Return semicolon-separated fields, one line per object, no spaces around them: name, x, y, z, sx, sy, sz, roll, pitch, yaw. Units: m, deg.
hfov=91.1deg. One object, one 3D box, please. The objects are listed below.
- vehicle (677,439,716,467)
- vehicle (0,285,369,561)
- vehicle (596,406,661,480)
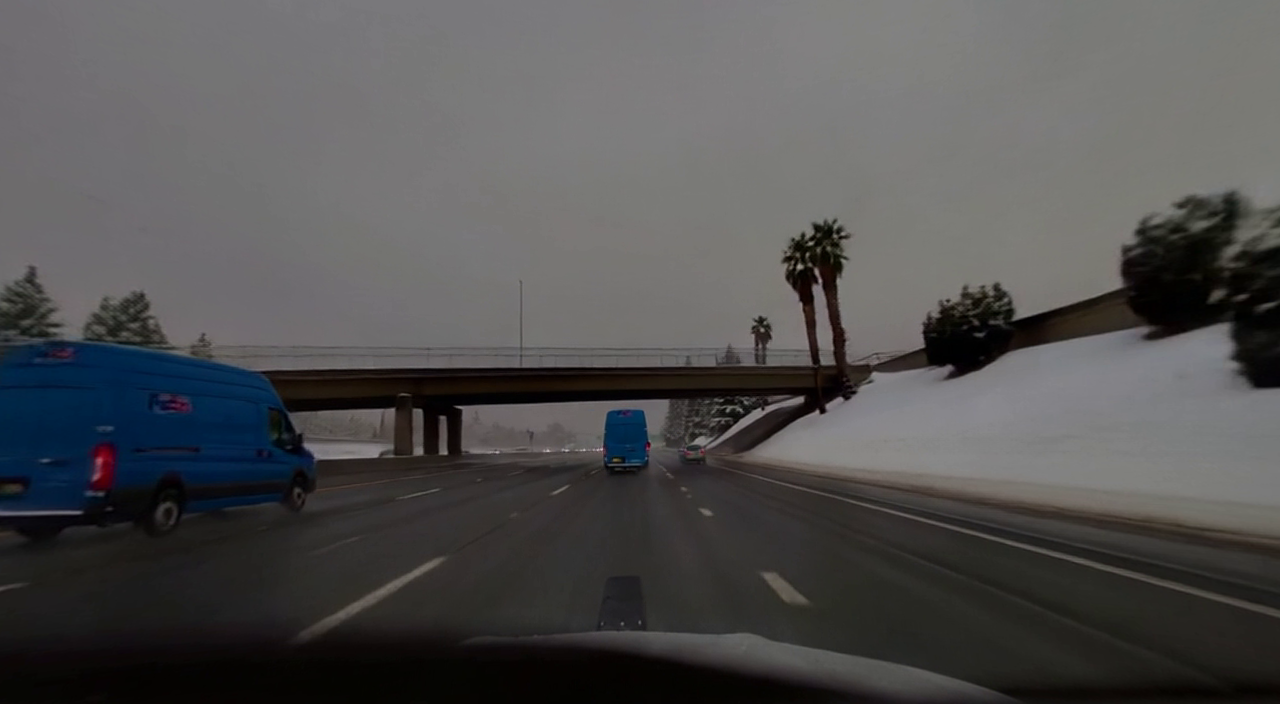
vehicle;3.456;6.298;39.195;1.987;1.648;3.984;0;-8;-1
vehicle;-7.703;1.345;10.814;2.965;3.178;7.188;-1;-9;-1
vehicle;-0.382;3.886;26.724;2.476;2.776;5.598;0;-8;1
